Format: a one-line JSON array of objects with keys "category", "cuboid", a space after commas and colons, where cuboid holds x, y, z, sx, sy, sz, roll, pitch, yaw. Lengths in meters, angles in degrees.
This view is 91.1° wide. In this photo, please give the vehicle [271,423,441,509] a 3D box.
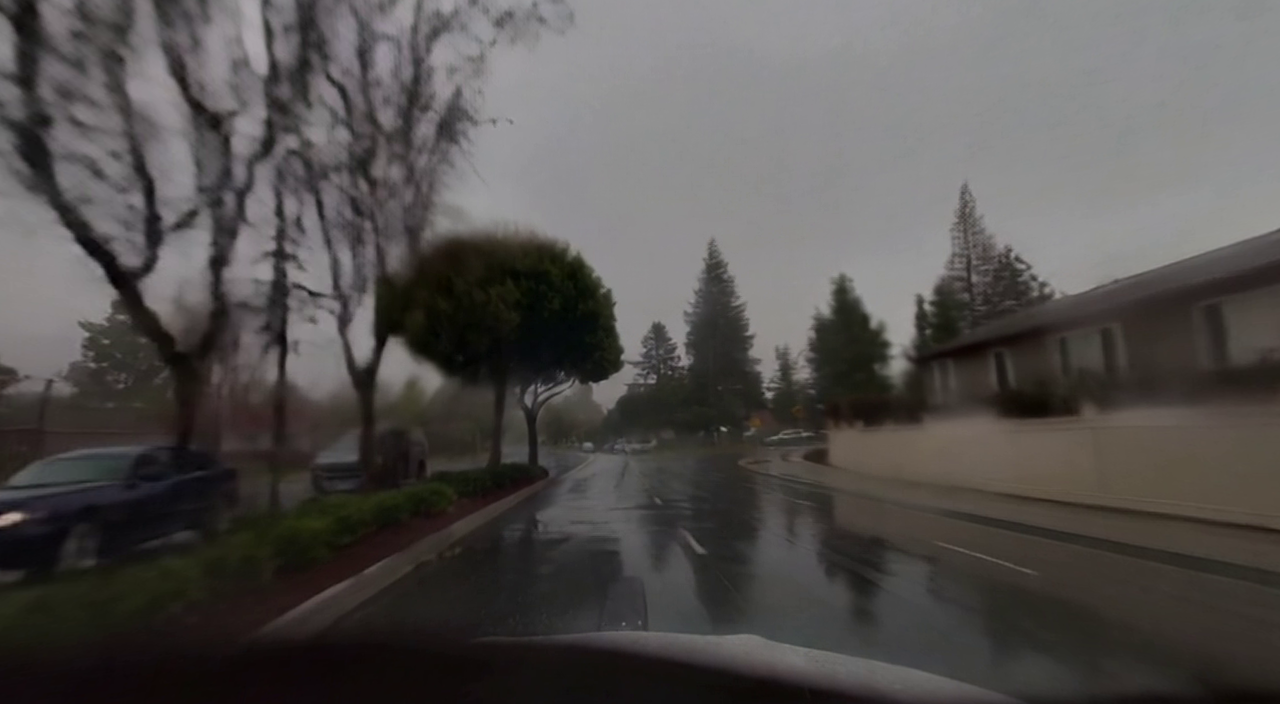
[{"category": "vehicle", "cuboid": [-6.809, 2.764, 15.808, 2.196, 1.809, 4.857, 1, -8, -3]}]

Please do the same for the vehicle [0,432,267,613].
[{"category": "vehicle", "cuboid": [-6.241, 1.626, 6.767, 1.888, 1.476, 4.286, 0, -8, -2]}]
